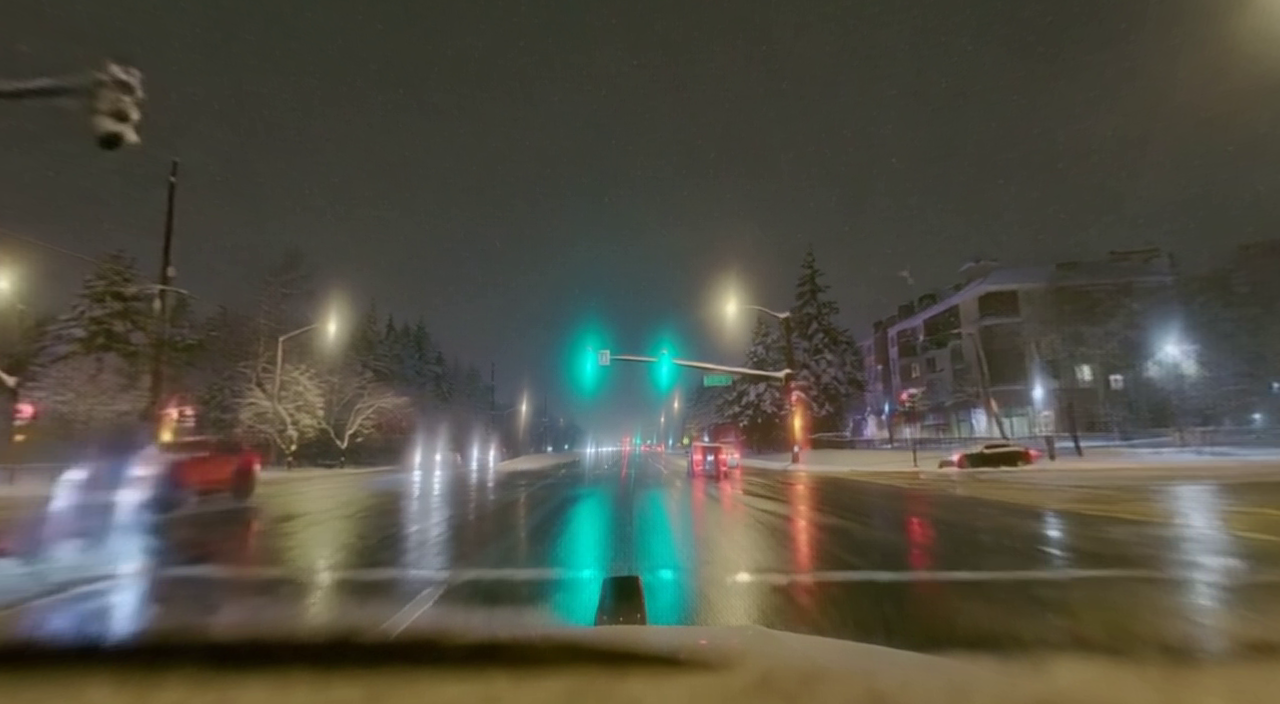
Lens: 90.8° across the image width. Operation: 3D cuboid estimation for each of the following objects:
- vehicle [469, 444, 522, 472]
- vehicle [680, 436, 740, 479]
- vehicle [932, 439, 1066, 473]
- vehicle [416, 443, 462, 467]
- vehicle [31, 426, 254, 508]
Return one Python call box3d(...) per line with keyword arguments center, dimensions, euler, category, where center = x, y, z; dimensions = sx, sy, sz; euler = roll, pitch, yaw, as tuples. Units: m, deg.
box3d(center=(-8.057, 5.942, 35.735), dimensions=(1.963, 1.472, 4.584), euler=(0, -9, 0), category="vehicle")
box3d(center=(3.034, 4.698, 28.351), dimensions=(2.069, 1.761, 4.610), euler=(0, -9, -1), category="vehicle")
box3d(center=(16.422, 4.791, 29.142), dimensions=(4.839, 1.490, 2.134), euler=(-1, -9, 5), category="vehicle")
box3d(center=(-15.435, 7.934, 48.744), dimensions=(2.021, 1.786, 4.624), euler=(0, -9, 0), category="vehicle")
box3d(center=(-12.263, 2.855, 16.095), dimensions=(1.951, 1.759, 4.518), euler=(0, -9, 0), category="vehicle")
